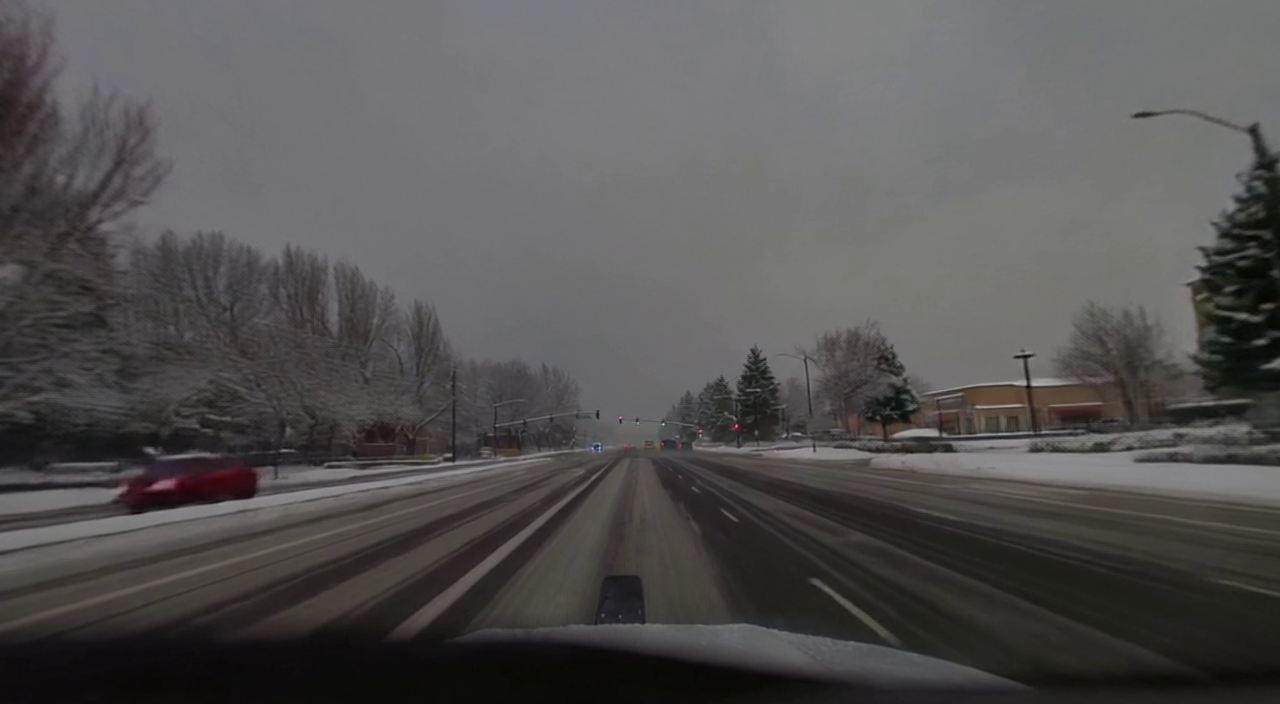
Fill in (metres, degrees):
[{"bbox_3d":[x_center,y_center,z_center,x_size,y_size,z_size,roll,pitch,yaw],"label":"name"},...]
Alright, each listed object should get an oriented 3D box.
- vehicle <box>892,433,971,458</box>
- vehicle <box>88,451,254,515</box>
[{"bbox_3d":[22.154,7.110,48.125,4.893,1.873,2.191,1,-8,-6],"label":"vehicle"},{"bbox_3d":[-14.957,4.137,20.543,1.998,1.785,4.362,0,-8,0],"label":"vehicle"}]
